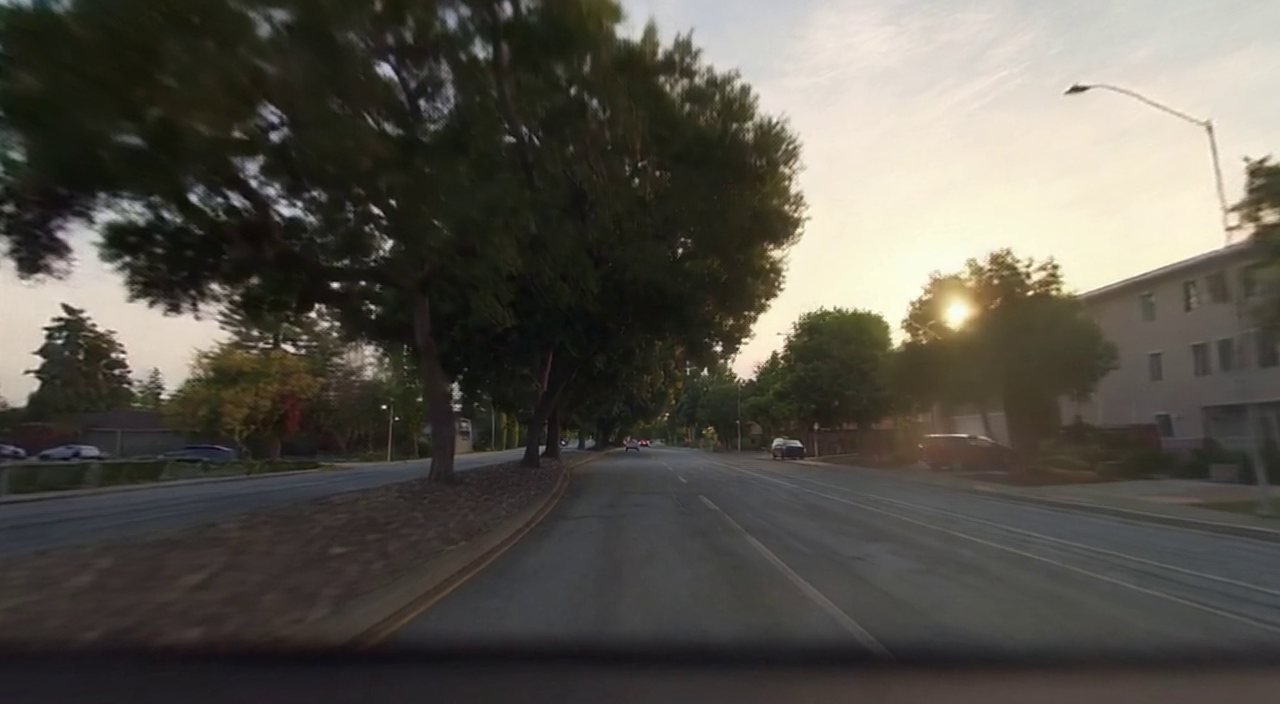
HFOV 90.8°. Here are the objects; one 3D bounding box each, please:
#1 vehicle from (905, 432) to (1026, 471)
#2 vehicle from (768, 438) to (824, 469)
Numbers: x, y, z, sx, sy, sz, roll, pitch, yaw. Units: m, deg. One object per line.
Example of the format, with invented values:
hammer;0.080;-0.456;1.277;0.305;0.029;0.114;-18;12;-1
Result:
vehicle;15.507;4.759;30.324;4.605;1.779;2.135;0;-9;0
vehicle;9.410;6.164;38.534;2.096;1.703;4.583;1;-9;-2
